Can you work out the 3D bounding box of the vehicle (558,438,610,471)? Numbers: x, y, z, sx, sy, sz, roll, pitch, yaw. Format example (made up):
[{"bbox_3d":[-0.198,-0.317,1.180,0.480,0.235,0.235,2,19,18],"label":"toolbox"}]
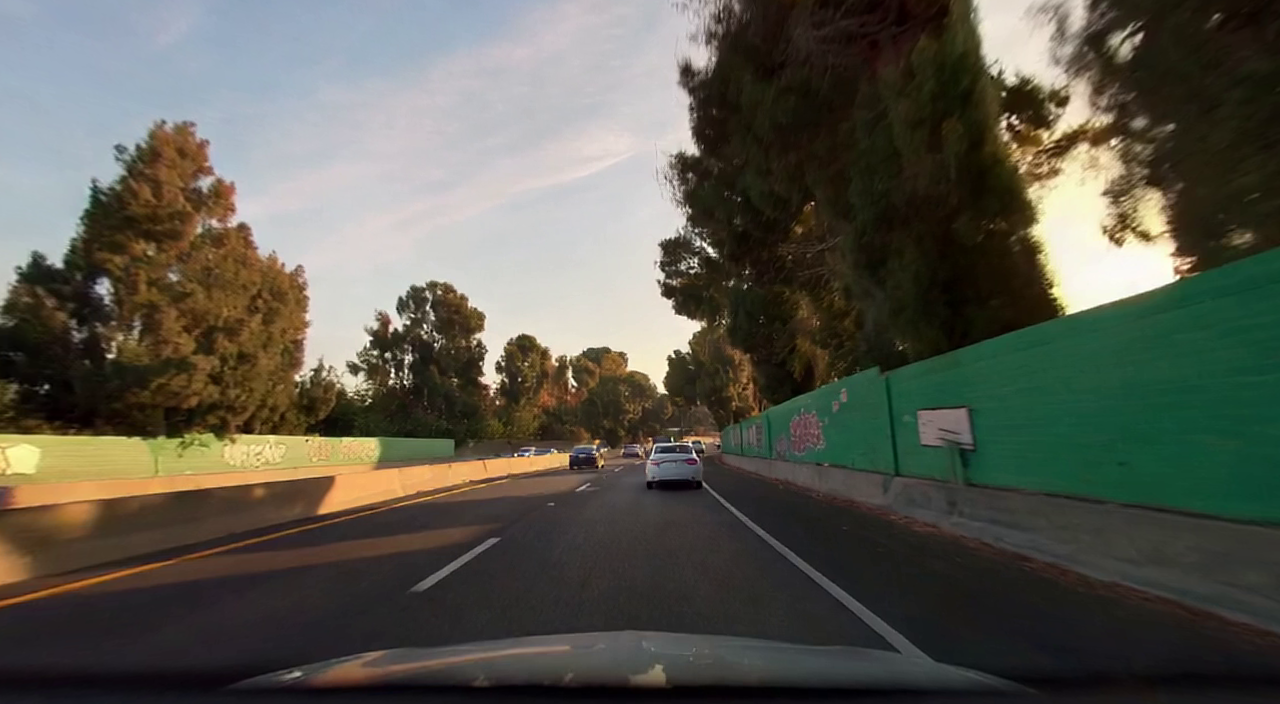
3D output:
[{"bbox_3d":[-2.762,5.154,31.892,2.105,1.571,3.727,0,-8,2],"label":"vehicle"}]

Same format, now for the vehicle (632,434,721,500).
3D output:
[{"bbox_3d":[0.875,2.976,16.754,2.077,1.533,3.854,0,-8,1],"label":"vehicle"}]
